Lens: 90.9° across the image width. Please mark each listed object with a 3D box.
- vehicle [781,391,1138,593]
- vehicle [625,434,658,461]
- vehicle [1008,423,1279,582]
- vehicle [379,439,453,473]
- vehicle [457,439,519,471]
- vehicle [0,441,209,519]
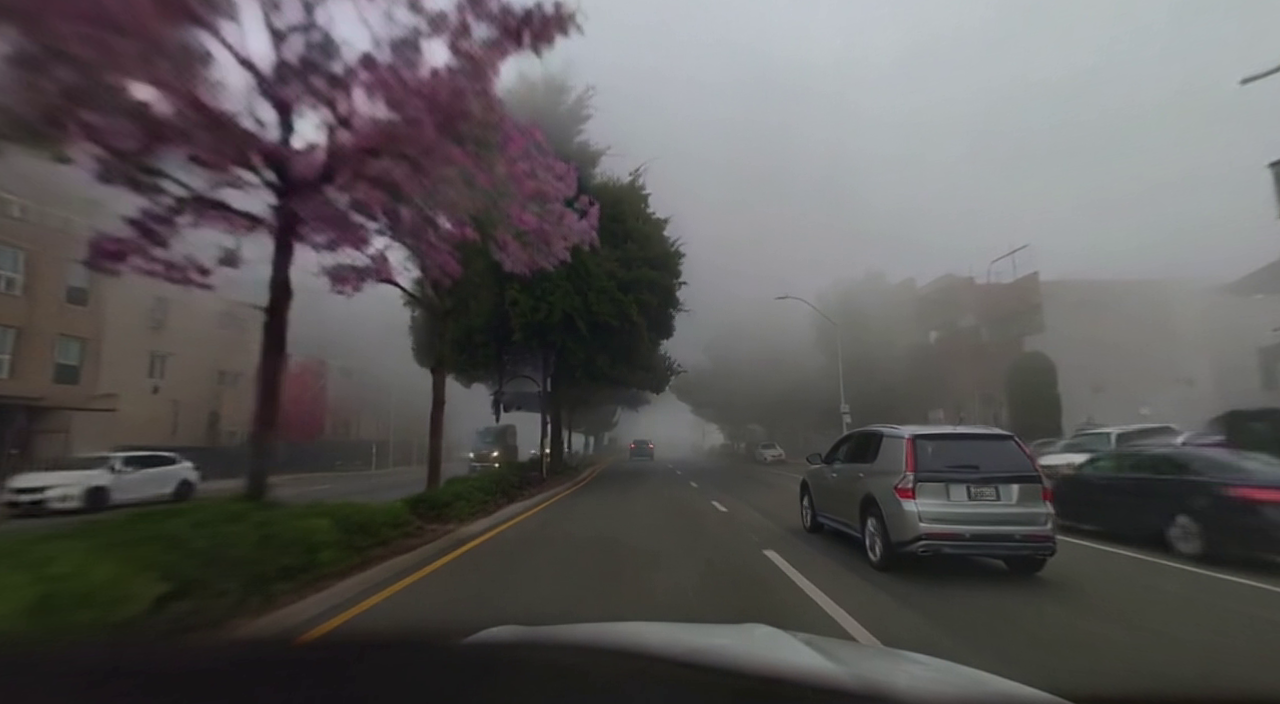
[{"bbox_3d":[3.293,1.547,7.830,2.071,1.747,4.549,0,-8,1],"label":"vehicle"},{"bbox_3d":[0.147,6.822,45.052,2.244,1.813,4.129,0,-8,1],"label":"vehicle"},{"bbox_3d":[7.453,1.798,8.367,2.182,1.570,4.911,0,-8,0],"label":"vehicle"},{"bbox_3d":[-11.499,5.347,32.769,2.049,1.641,4.573,0,-8,2],"label":"vehicle"},{"bbox_3d":[-7.728,5.254,32.503,1.960,1.530,4.313,0,-8,2],"label":"vehicle"},{"bbox_3d":[-11.959,2.758,14.146,1.779,1.495,3.766,0,-8,1],"label":"vehicle"}]
